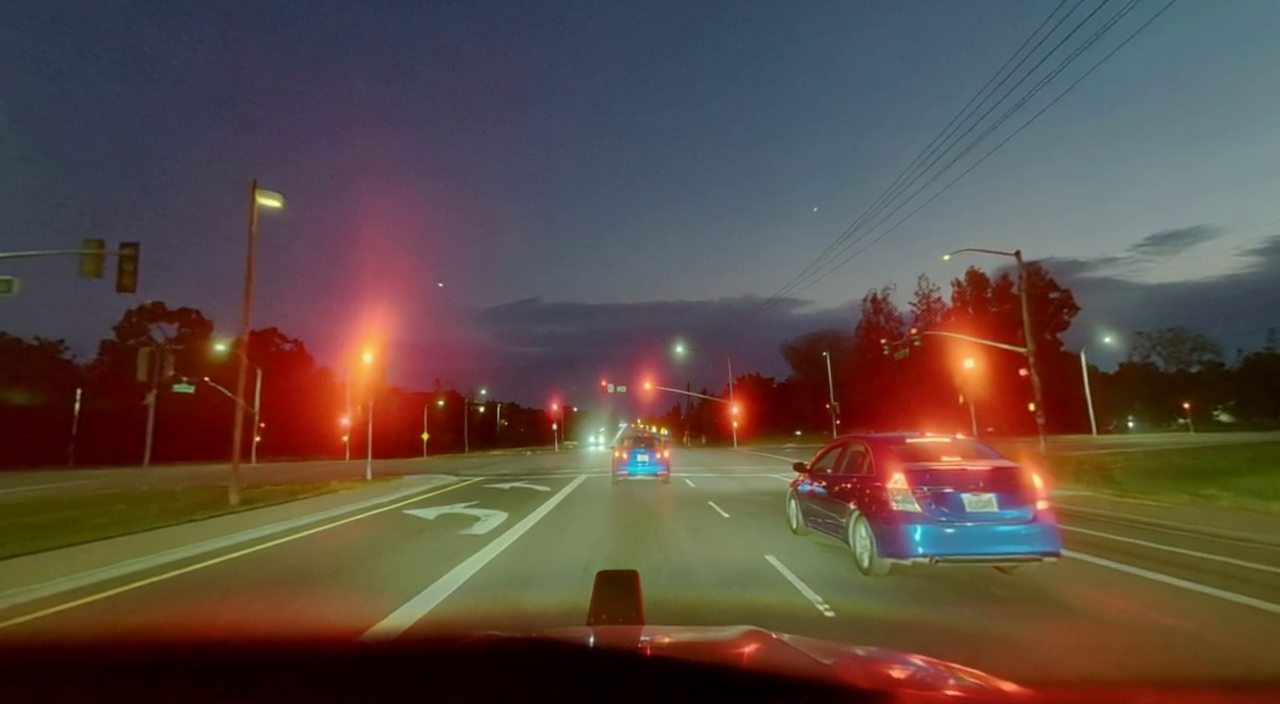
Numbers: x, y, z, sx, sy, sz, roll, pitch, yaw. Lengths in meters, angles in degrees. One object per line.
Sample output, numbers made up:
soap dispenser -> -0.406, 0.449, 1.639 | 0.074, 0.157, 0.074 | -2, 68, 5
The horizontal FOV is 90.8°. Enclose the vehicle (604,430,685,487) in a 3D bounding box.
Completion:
vehicle -> 0.128, 3.057, 18.412 | 2.110, 1.466, 3.860 | 0, -8, 0

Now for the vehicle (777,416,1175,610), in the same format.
vehicle -> 3.008, 1.533, 6.956 | 2.004, 1.448, 4.263 | 0, -8, 0
